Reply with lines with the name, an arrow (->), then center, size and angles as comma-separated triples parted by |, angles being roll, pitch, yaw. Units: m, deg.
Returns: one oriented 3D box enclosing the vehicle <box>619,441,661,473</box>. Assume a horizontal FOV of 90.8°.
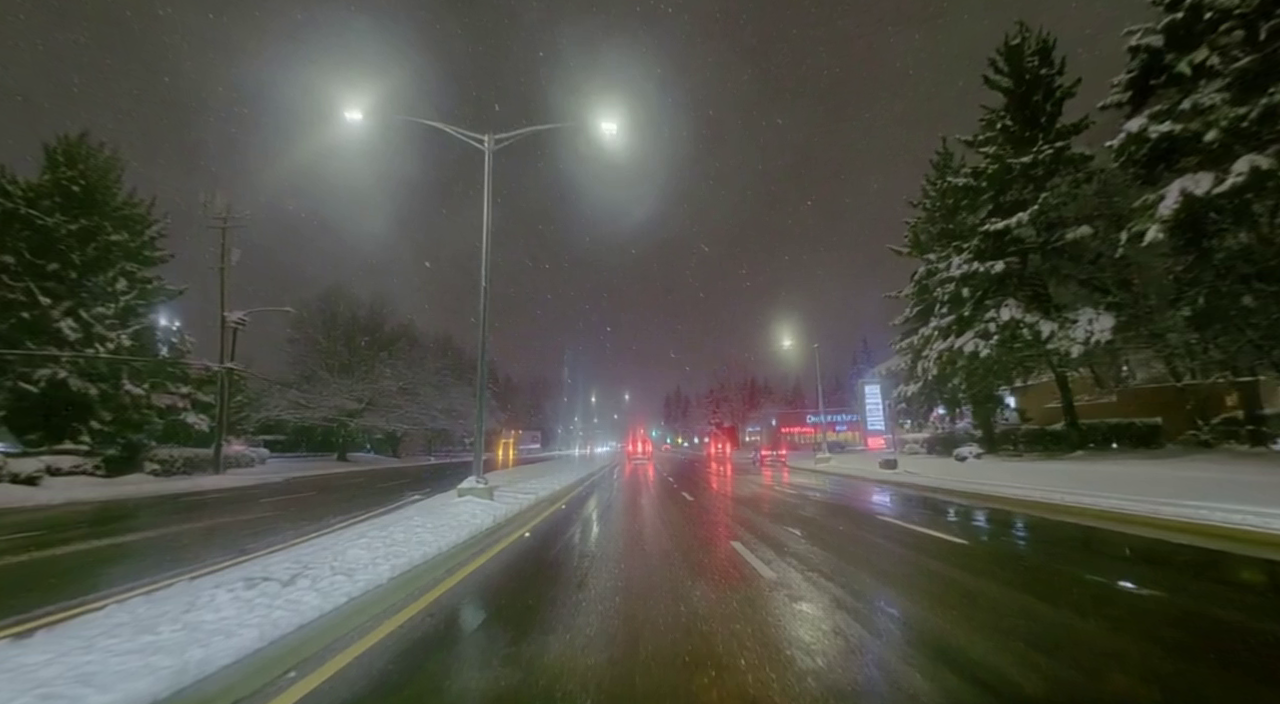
vehicle -> -0.030, 5.589, 33.893 | 2.072, 1.545, 4.578 | 0, -8, 0
